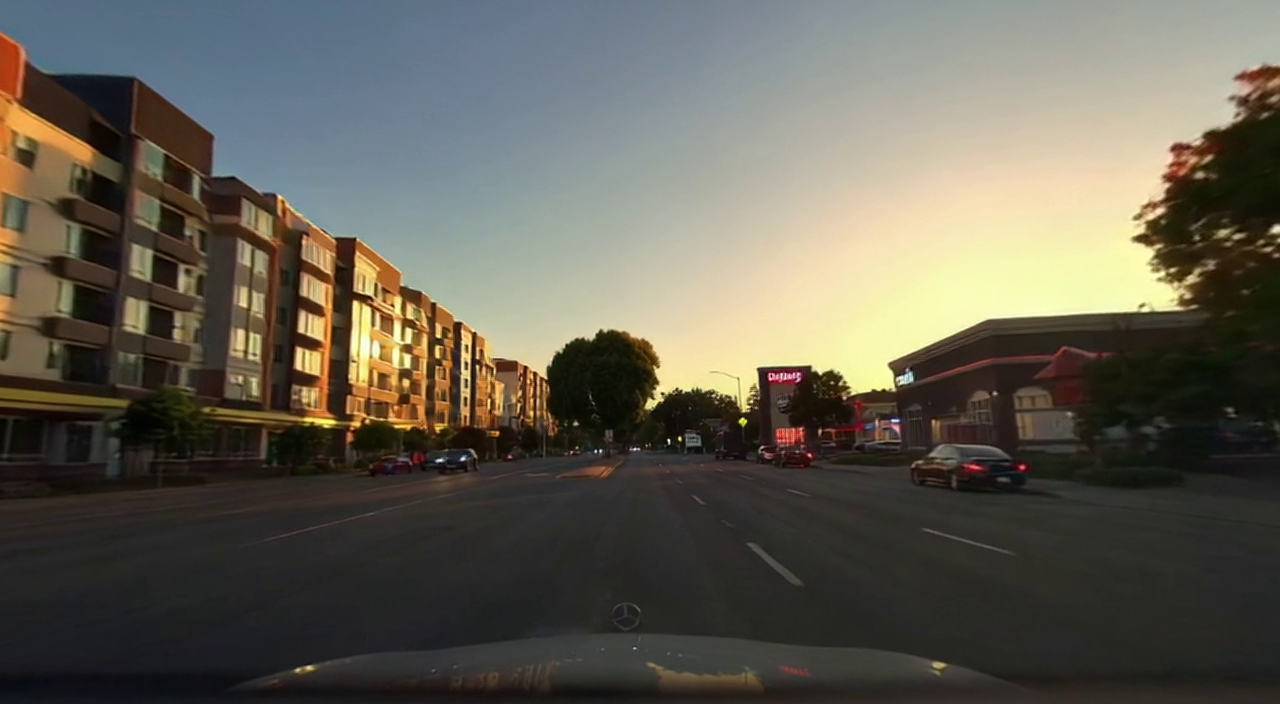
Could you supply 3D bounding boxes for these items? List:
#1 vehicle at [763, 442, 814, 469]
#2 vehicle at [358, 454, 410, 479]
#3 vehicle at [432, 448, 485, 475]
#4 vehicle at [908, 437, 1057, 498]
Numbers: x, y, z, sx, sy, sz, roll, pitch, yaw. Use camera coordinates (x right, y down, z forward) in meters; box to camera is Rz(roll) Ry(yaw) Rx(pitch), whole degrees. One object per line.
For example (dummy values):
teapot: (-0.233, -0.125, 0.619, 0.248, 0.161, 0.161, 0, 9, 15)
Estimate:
vehicle: (10.150, 7.122, 43.553, 2.183, 1.698, 5.010, 1, -9, -2)
vehicle: (-19.190, 8.557, 47.523, 2.167, 1.700, 4.406, -1, -8, -1)
vehicle: (-12.331, 7.442, 43.293, 2.262, 1.732, 4.501, 0, -9, 0)
vehicle: (10.589, 3.591, 20.054, 2.078, 1.688, 4.557, 1, -9, -2)
